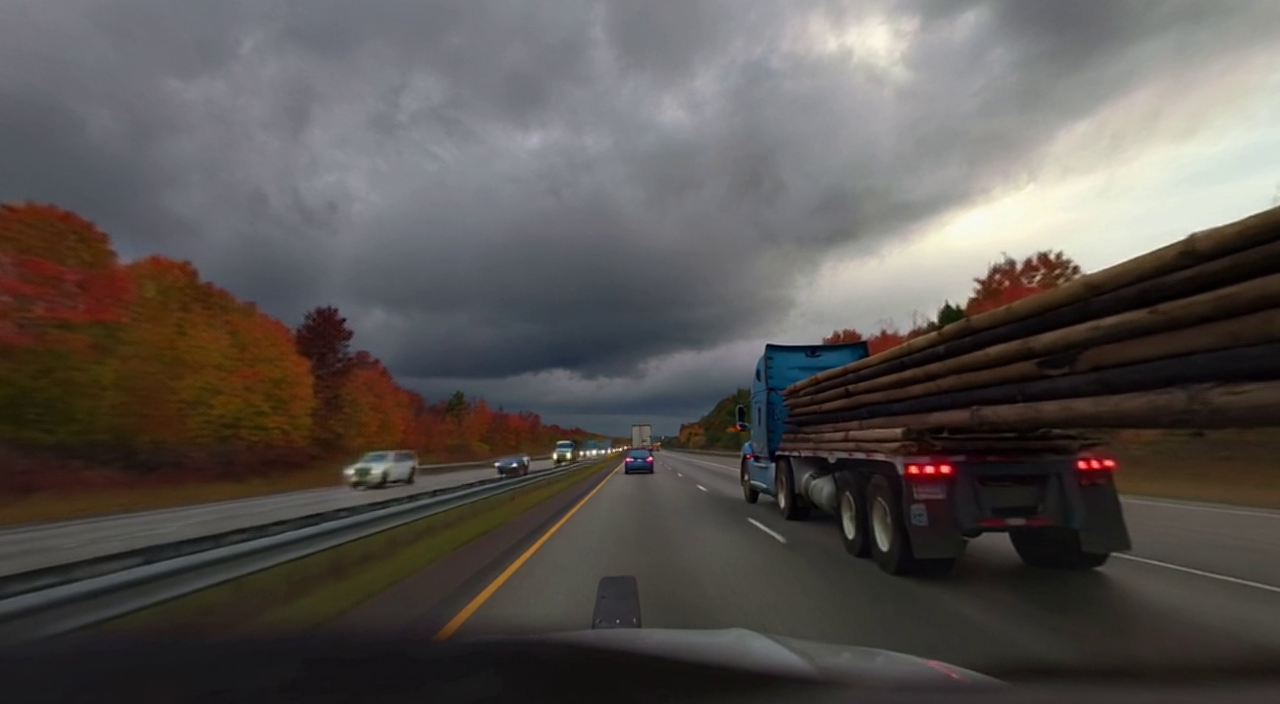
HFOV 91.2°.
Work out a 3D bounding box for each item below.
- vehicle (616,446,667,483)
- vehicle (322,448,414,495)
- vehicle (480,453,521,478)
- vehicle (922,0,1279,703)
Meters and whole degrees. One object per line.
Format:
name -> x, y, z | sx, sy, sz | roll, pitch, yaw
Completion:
vehicle -> 0.058, 5.000, 28.196 | 2.099, 1.506, 4.097 | 0, -9, 0
vehicle -> -12.835, 5.639, 30.009 | 2.200, 2.009, 4.778 | -1, -9, 0
vehicle -> -9.371, 7.653, 42.413 | 1.873, 1.549, 4.104 | -1, -9, 0
vehicle -> 4.076, -0.402, 1.100 | 3.004, 3.923, 8.363 | 0, -9, -1
